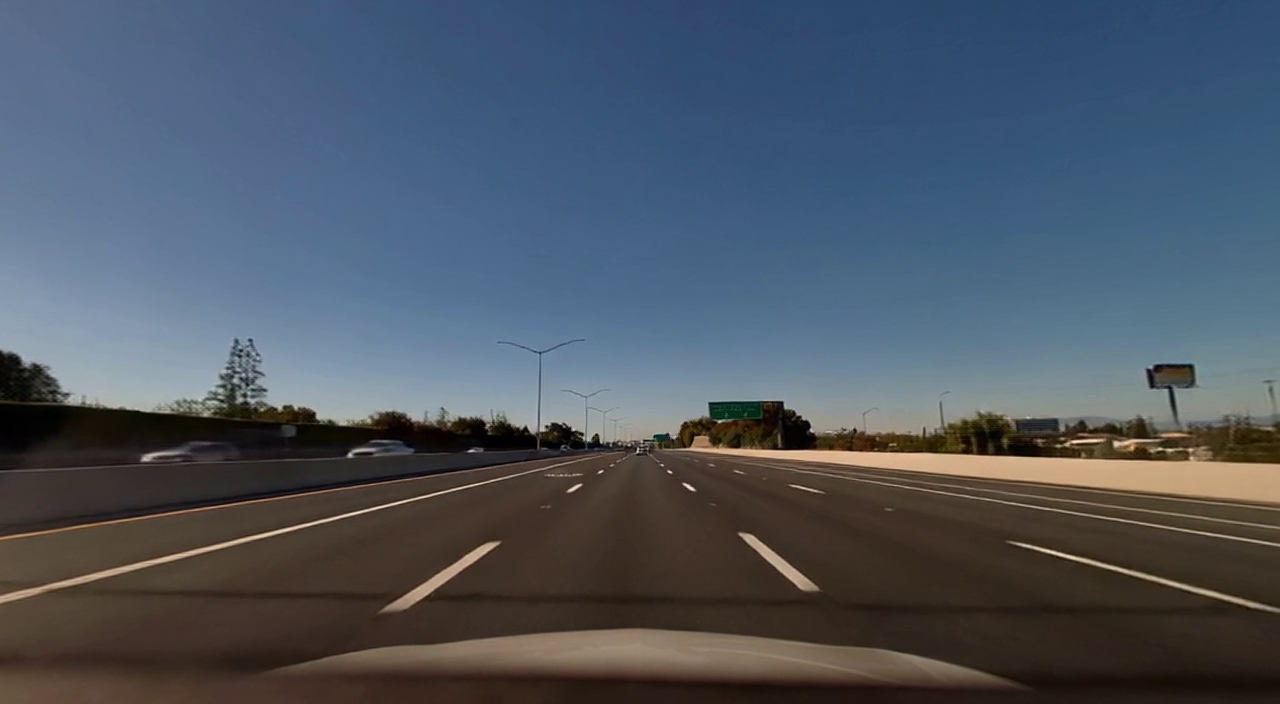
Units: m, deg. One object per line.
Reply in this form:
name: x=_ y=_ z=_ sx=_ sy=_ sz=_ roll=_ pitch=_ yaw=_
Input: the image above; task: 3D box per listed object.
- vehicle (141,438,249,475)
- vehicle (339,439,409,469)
vehicle: x=-24.742 y=5.855 z=35.334 sx=2.206 sy=1.882 sz=5.203 roll=0 pitch=-9 yaw=1
vehicle: x=-17.510 y=6.769 z=41.849 sx=2.251 sy=1.813 sz=5.265 roll=-1 pitch=-9 yaw=1
